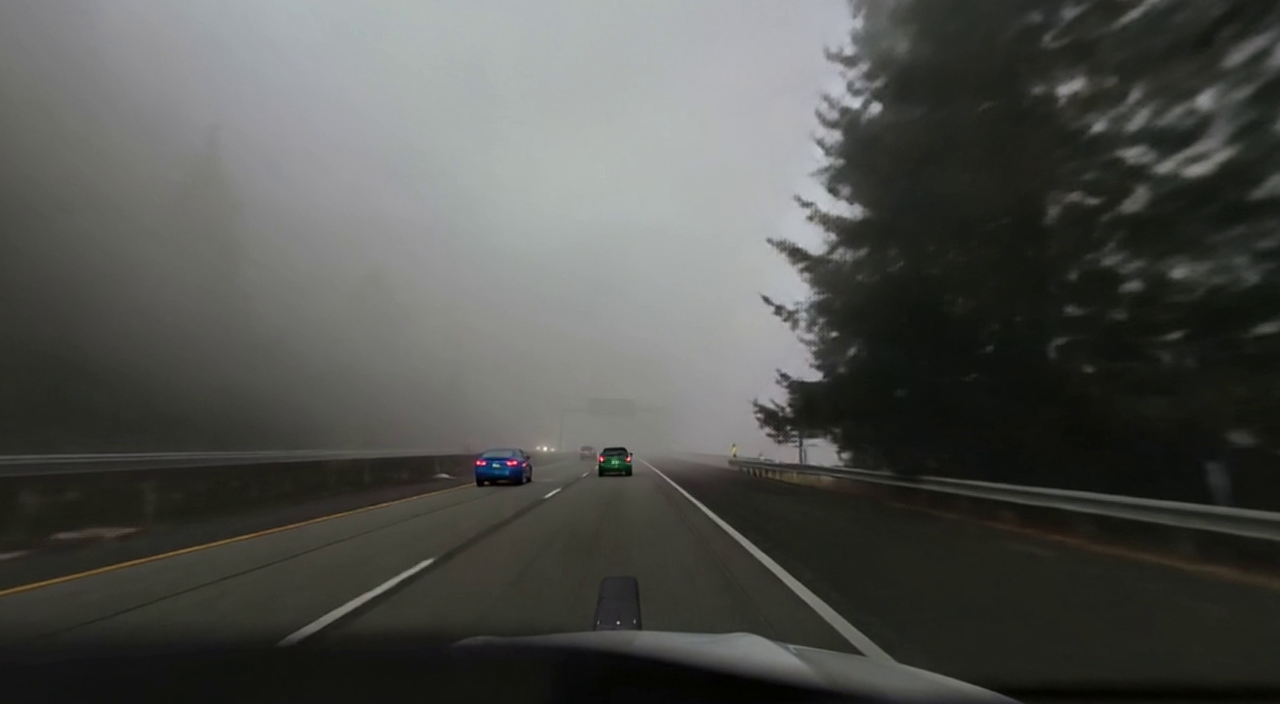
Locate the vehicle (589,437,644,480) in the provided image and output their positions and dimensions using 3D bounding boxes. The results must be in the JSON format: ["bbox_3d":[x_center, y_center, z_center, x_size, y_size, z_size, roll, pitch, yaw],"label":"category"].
[{"bbox_3d":[-0.994,4.635,27.449,2.220,1.711,4.056,0,-9,-1],"label":"vehicle"}]

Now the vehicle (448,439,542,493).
[{"bbox_3d":[-4.790,3.832,21.438,2.103,1.588,4.709,-1,-9,0],"label":"vehicle"}]
